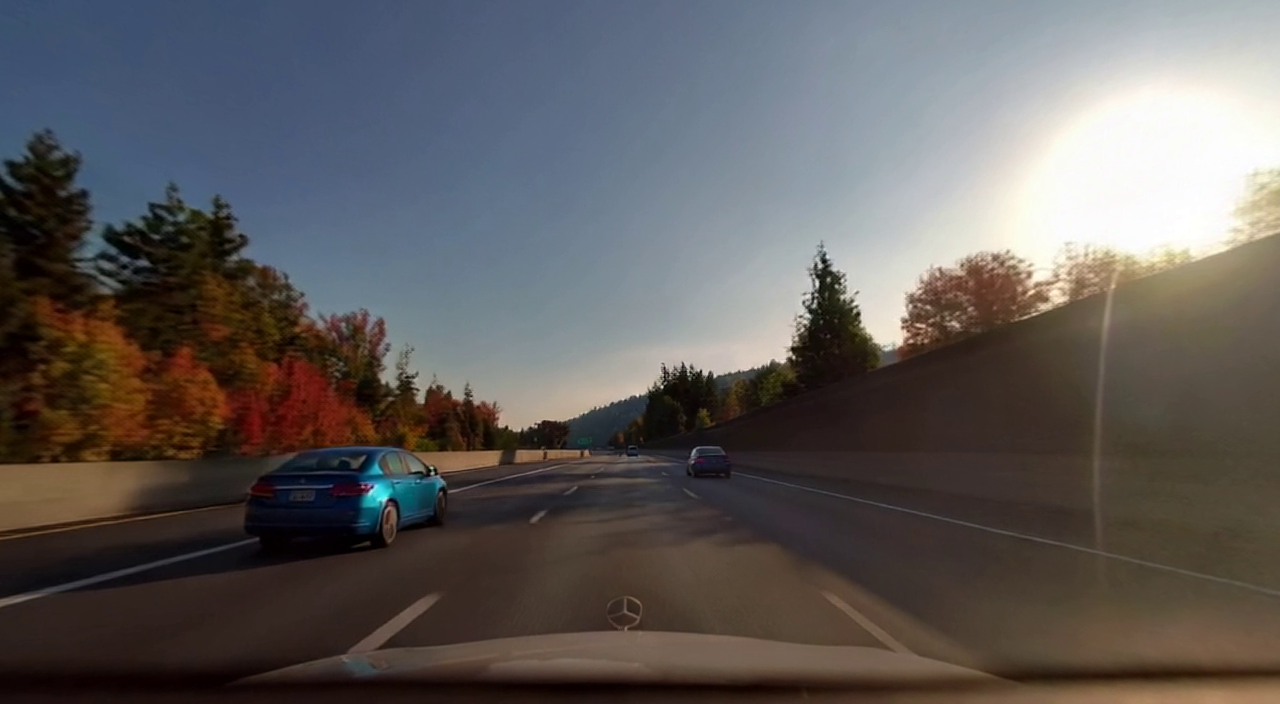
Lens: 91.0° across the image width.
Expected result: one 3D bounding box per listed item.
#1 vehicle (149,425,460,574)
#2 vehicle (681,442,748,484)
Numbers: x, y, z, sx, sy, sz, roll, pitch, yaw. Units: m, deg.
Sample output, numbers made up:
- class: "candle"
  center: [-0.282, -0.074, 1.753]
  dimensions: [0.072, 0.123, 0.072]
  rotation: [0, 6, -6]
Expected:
- class: "vehicle"
  center: [-4.201, 1.904, 8.947]
  dimensions: [2.010, 1.550, 4.376]
  rotation: [0, -9, 0]
- class: "vehicle"
  center: [3.037, 4.651, 26.704]
  dimensions: [2.146, 1.573, 4.661]
  rotation: [0, -9, -1]
